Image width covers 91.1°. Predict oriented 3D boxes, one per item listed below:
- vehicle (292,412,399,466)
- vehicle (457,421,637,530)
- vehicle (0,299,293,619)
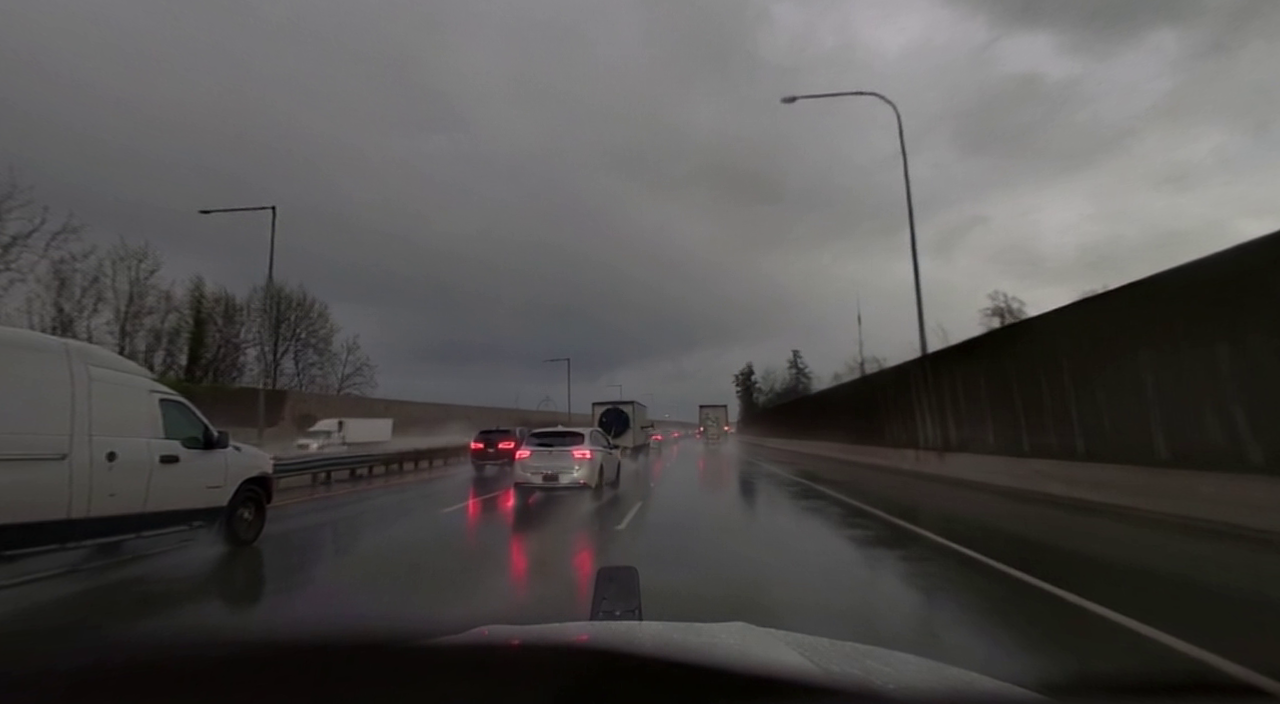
[{"bbox_3d":[-18.653,5.593,40.469,2.622,3.151,7.753,-1,-8,4],"label":"vehicle"},{"bbox_3d":[-1.303,1.990,10.825,2.089,1.485,4.153,-1,-8,6],"label":"vehicle"},{"bbox_3d":[-6.072,0.921,5.565,2.386,2.435,5.831,-1,-8,3],"label":"vehicle"}]
